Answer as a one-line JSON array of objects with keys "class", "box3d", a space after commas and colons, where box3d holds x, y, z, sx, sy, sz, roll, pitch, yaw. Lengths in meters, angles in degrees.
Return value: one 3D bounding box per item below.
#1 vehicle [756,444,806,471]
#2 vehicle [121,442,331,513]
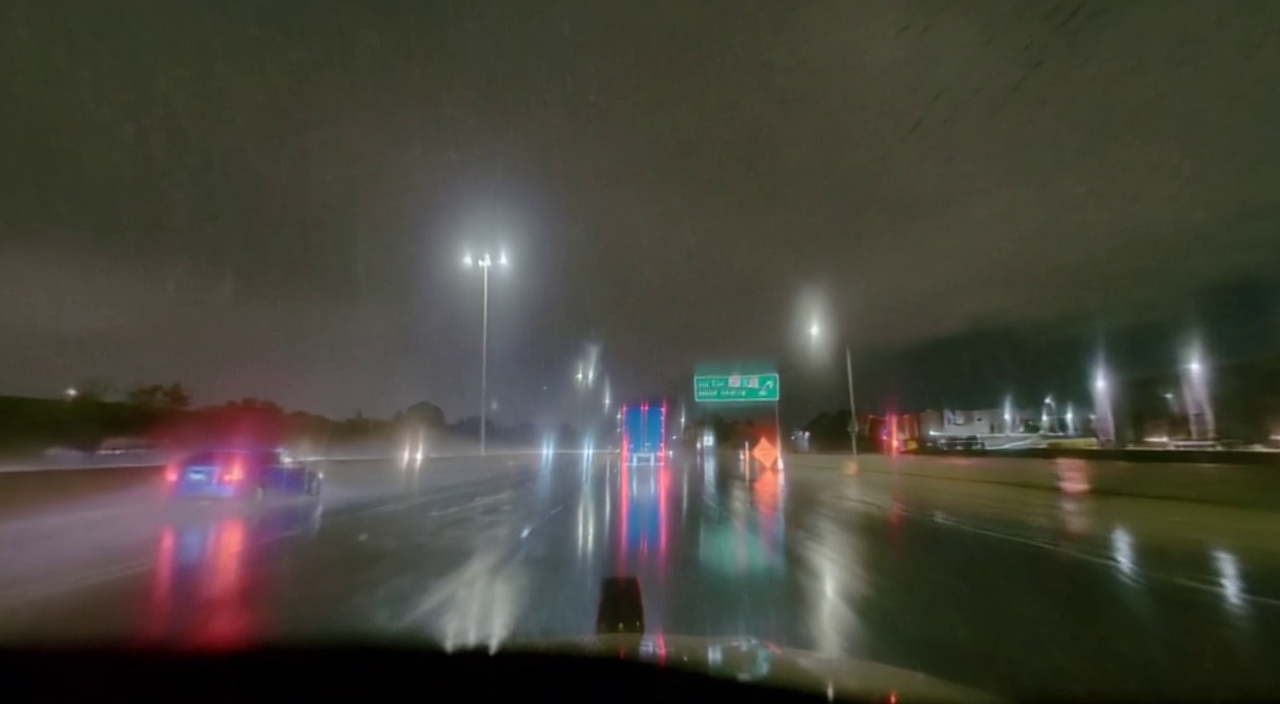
[{"class": "vehicle", "box3d": [9.685, 7.288, 43.655, 2.065, 1.698, 4.882, 0, -9, -3]}, {"class": "vehicle", "box3d": [-10.385, 3.157, 16.450, 2.096, 1.538, 4.998, 0, -9, 0]}]
